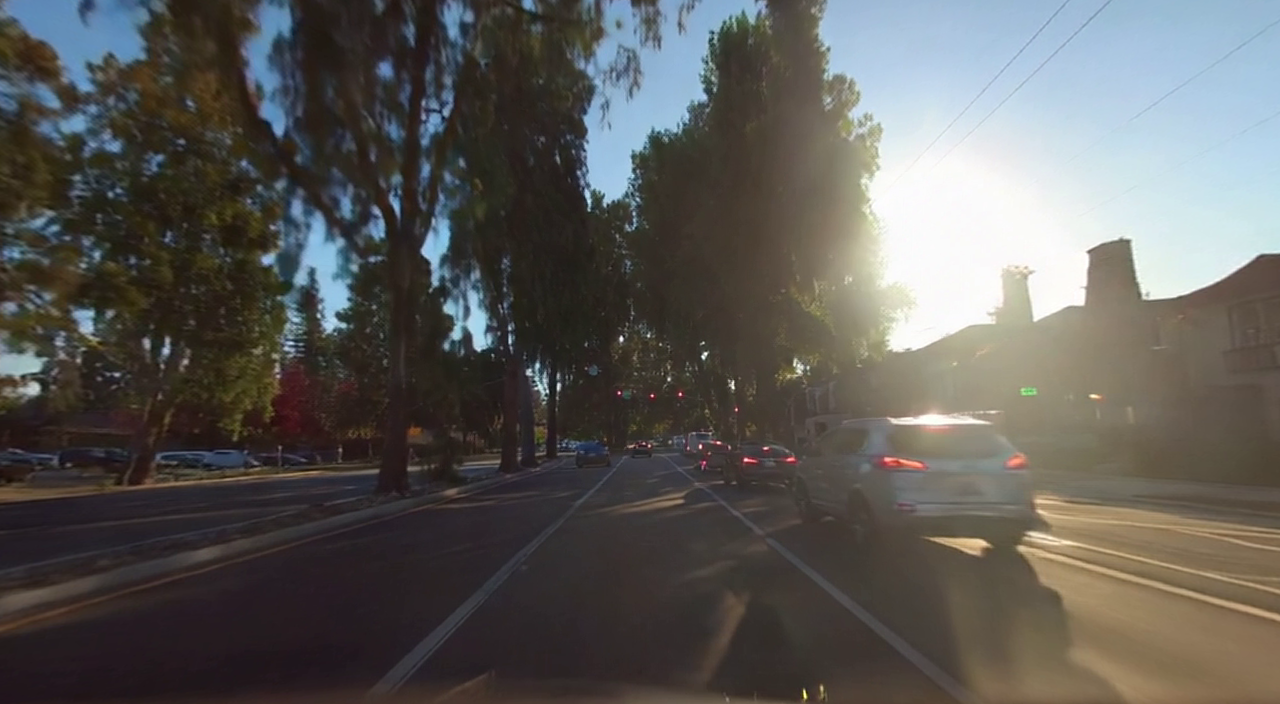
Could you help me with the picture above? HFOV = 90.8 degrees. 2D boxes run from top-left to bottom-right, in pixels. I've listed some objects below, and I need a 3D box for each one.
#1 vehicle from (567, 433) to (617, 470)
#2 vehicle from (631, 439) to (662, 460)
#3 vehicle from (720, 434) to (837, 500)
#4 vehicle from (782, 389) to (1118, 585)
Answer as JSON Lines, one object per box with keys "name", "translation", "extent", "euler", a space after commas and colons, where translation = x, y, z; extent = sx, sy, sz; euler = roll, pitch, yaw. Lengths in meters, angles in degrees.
{"name": "vehicle", "translation": [-2.364, 5.027, 32.072], "extent": [2.083, 1.691, 4.398], "euler": [0, -8, 1]}
{"name": "vehicle", "translation": [0.517, 7.160, 46.368], "extent": [2.120, 1.428, 3.890], "euler": [0, -8, 2]}
{"name": "vehicle", "translation": [3.348, 2.878, 16.221], "extent": [2.009, 1.436, 4.258], "euler": [0, -8, 0]}
{"name": "vehicle", "translation": [3.334, 1.558, 8.059], "extent": [1.985, 1.772, 4.479], "euler": [0, -8, 0]}
